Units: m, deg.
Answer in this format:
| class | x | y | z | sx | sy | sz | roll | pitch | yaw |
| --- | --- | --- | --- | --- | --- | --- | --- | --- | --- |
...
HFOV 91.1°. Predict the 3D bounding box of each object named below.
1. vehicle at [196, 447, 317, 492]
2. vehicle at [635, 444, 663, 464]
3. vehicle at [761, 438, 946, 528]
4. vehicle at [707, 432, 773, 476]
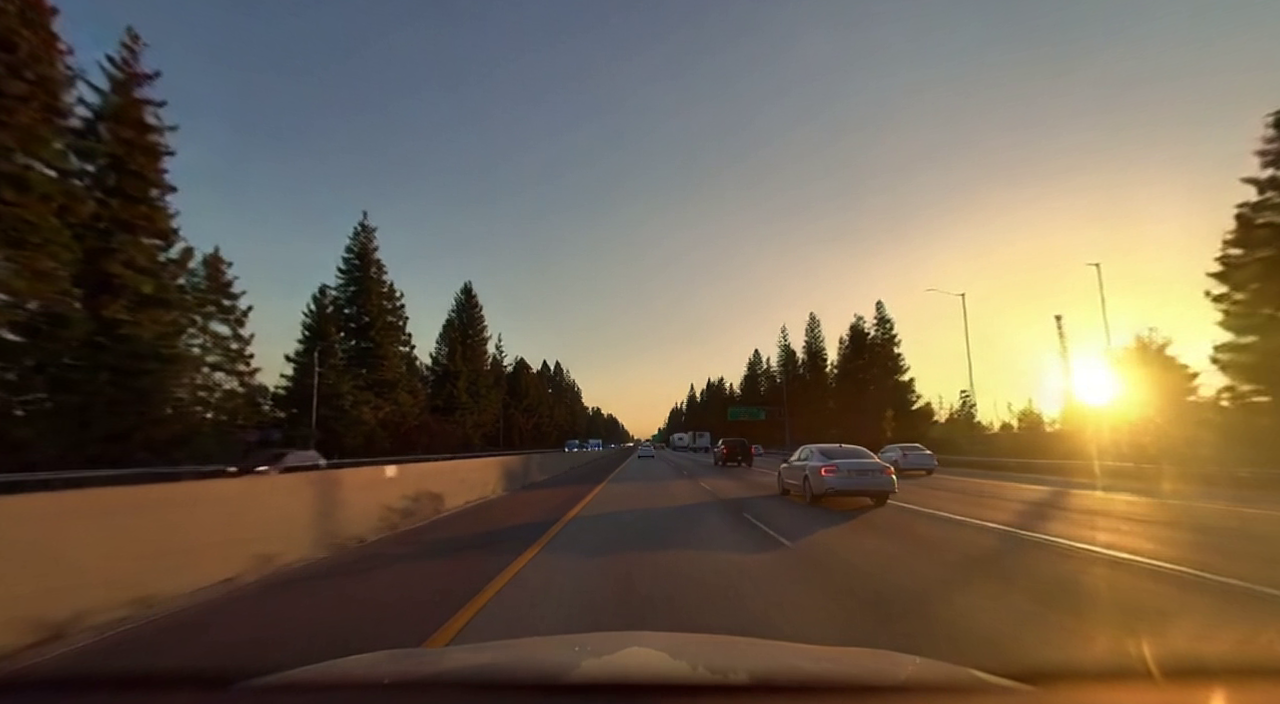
| class | x | y | z | sx | sy | sz | roll | pitch | yaw |
| --- | --- | --- | --- | --- | --- | --- | --- | --- | --- |
| vehicle | -15.213 | 4.639 | 25.244 | 2.012 | 1.624 | 4.428 | 0 | -8 | 1 |
| vehicle | 0.639 | 7.832 | 48.471 | 2.052 | 1.472 | 4.295 | 0 | -8 | 0 |
| vehicle | 3.969 | 2.499 | 12.723 | 1.904 | 1.453 | 4.789 | 0 | -8 | -2 |
| vehicle | 4.691 | 4.888 | 30.350 | 2.206 | 1.902 | 5.460 | 0 | -8 | -1 |
